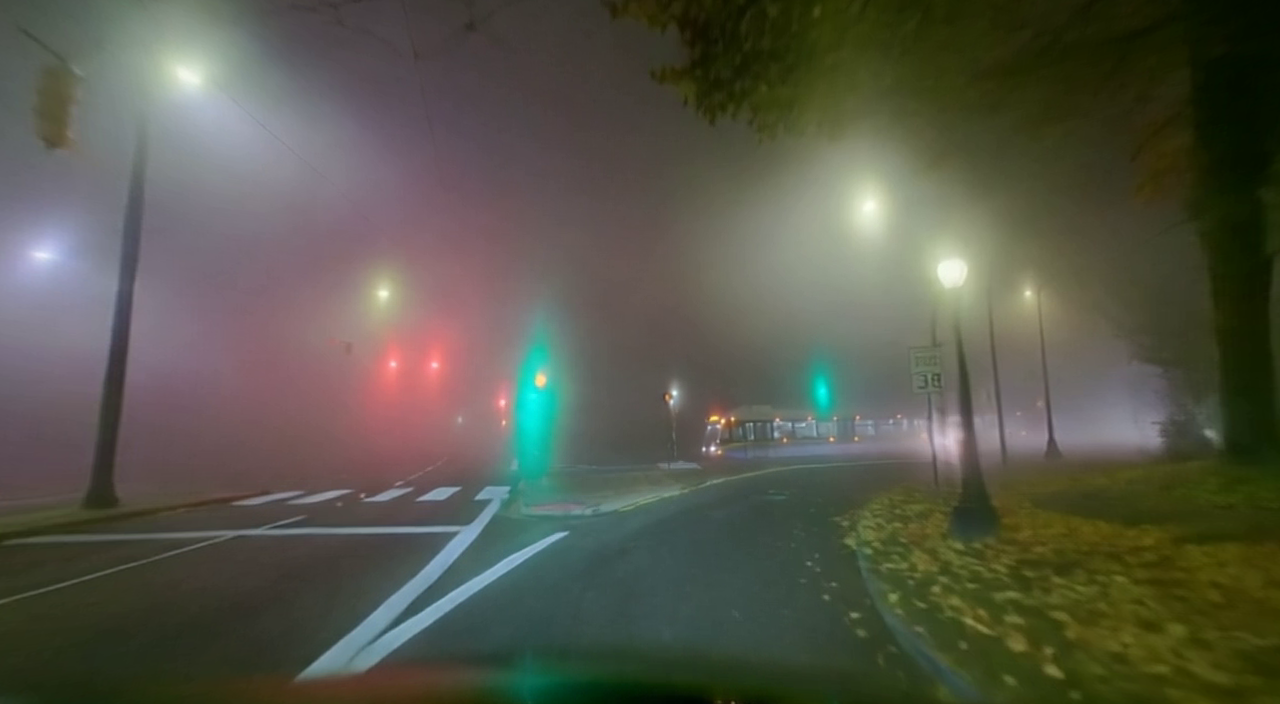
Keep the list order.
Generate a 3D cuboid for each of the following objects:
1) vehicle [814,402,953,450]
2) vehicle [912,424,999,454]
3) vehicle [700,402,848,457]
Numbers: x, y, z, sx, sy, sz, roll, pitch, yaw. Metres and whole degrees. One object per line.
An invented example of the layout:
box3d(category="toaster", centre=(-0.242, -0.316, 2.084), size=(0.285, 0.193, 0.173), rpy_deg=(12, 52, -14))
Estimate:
box3d(category="vehicle", centre=(19.156, 5.865, 49.253), size=(10.440, 3.509, 2.903), rpy_deg=(2, -8, -16))
box3d(category="vehicle", centre=(19.690, 5.449, 39.110), size=(4.687, 1.760, 2.028), rpy_deg=(3, -9, -18))
box3d(category="vehicle", centre=(9.857, 5.782, 46.181), size=(10.391, 3.725, 2.904), rpy_deg=(2, -9, -15))
